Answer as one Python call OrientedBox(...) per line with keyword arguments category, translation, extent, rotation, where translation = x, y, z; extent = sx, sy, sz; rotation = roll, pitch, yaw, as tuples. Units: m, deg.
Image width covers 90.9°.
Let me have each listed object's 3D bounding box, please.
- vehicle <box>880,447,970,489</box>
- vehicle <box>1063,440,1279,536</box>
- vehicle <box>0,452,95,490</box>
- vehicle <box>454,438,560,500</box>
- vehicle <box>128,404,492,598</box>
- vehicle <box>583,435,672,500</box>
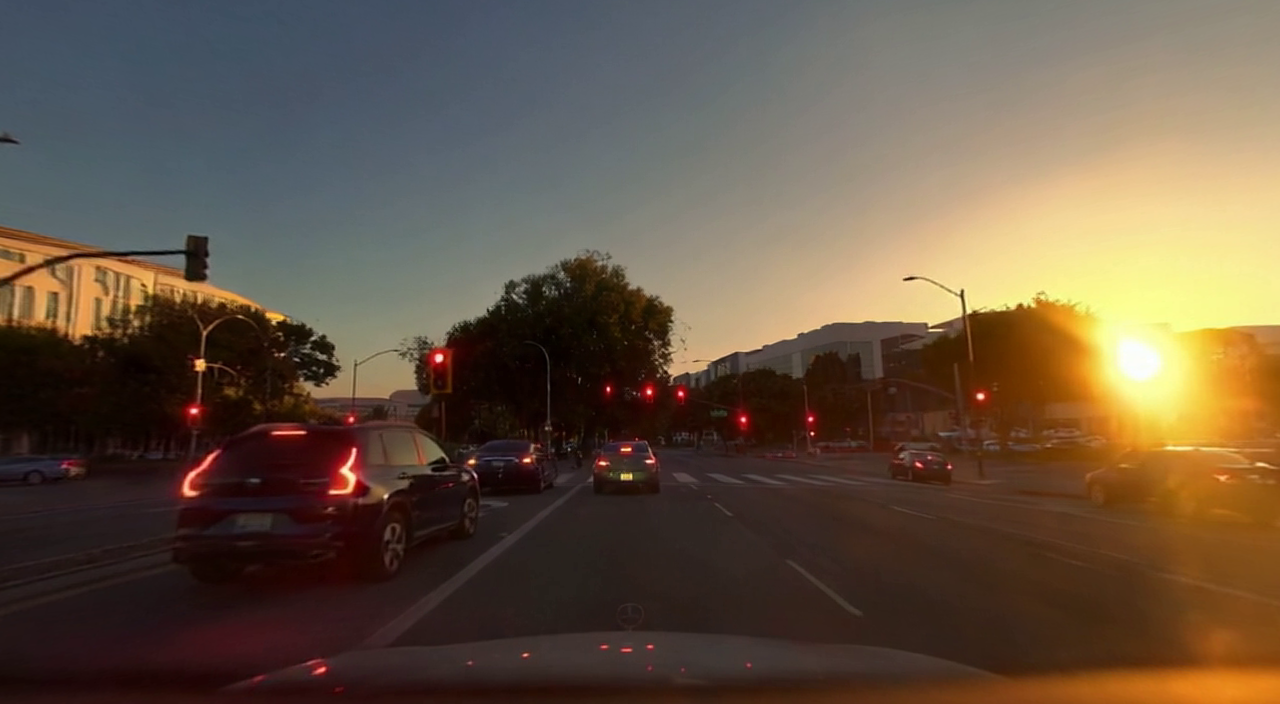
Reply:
OrientedBox(category="vehicle", translation=(11.493, 4.685, 25.787), extent=(1.935, 1.435, 4.141), rotation=(3, -8, 3))
OrientedBox(category="vehicle", translation=(10.467, 2.417, 11.923), extent=(1.936, 1.474, 4.331), rotation=(0, -8, 1))
OrientedBox(category="vehicle", translation=(-26.479, 5.026, 26.738), extent=(4.687, 1.482, 1.914), rotation=(5, -10, -30))
OrientedBox(category="vehicle", translation=(-3.487, 3.137, 17.418), extent=(1.939, 1.474, 4.327), rotation=(0, -8, 1))
OrientedBox(category="vehicle", translation=(-3.442, 1.647, 7.901), extent=(2.057, 1.678, 4.639), rotation=(0, -8, 0))
OrientedBox(category="vehicle", translation=(-0.321, 2.977, 16.639), extent=(2.059, 1.477, 3.988), rotation=(0, -8, -1))
